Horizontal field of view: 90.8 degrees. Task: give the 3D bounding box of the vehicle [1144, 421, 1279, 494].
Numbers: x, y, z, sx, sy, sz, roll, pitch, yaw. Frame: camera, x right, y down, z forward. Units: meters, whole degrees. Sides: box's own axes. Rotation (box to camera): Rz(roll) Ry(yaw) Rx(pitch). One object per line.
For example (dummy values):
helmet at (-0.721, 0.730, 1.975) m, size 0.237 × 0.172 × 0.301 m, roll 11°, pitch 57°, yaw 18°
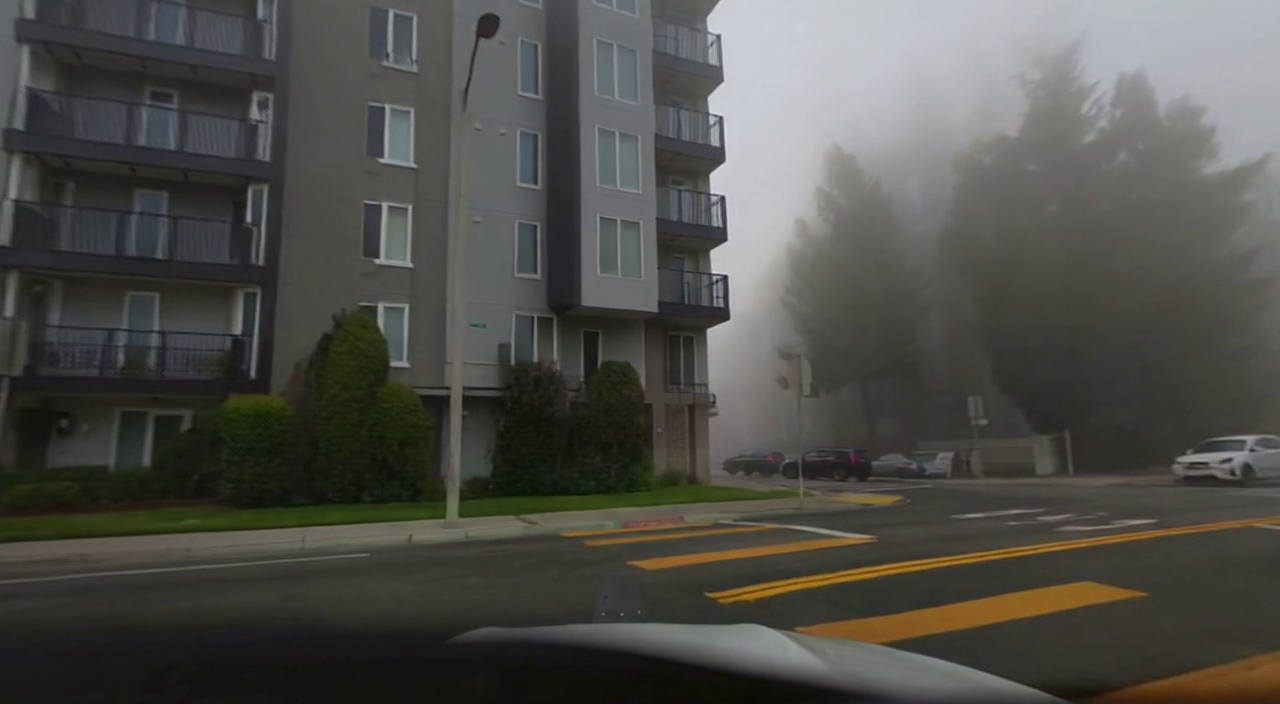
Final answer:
vehicle at (16.787, 2.905, 17.699) m, size 4.619 × 1.817 × 1.993 m, roll 3°, pitch -9°, yaw -22°
